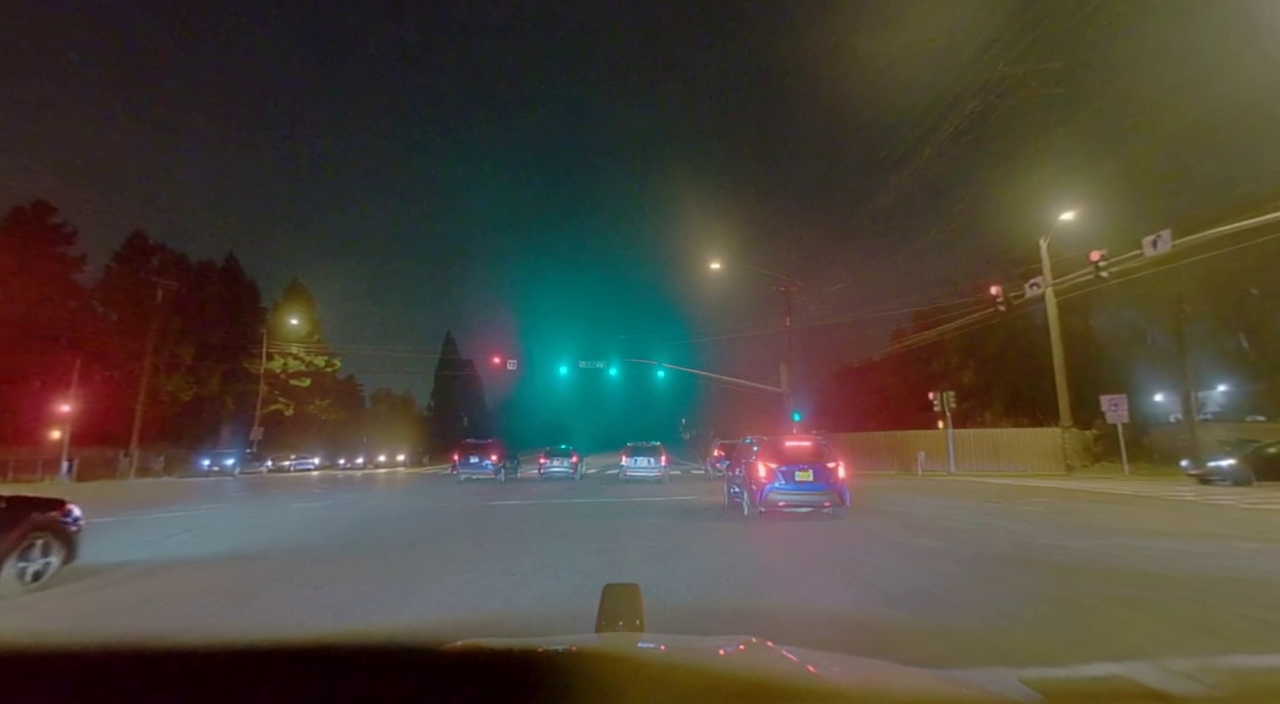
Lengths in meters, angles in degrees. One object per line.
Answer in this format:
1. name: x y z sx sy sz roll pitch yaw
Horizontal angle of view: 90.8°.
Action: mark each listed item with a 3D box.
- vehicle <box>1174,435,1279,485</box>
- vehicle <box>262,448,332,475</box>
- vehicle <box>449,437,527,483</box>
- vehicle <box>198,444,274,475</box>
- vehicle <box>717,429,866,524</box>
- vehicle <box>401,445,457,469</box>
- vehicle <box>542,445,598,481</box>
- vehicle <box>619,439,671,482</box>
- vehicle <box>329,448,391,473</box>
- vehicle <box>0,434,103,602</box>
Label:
1. vehicle: 20.374 3.426 20.193 4.830 1.493 1.930 0 -9 -1
2. vehicle: -21.482 6.860 39.743 1.891 1.577 4.238 -1 -9 3
3. vehicle: -6.498 4.682 27.635 2.116 1.812 4.609 0 -9 2
4. vehicle: -24.835 6.607 39.031 1.889 1.814 4.086 0 -9 1
5. vehicle: 2.946 2.540 13.440 2.034 1.655 4.465 0 -9 0
6. vehicle: -14.826 7.379 44.654 2.129 1.554 4.627 -2 -9 3
7. vehicle: -3.042 4.947 28.469 1.881 1.466 4.484 0 -9 2
8. vehicle: 0.264 4.684 27.606 2.111 1.712 4.078 0 -9 1
9. vehicle: -18.188 7.035 41.239 1.994 1.496 4.211 0 -9 2
10. vehicle: -6.635 1.274 4.284 1.930 1.468 4.560 0 -9 1
